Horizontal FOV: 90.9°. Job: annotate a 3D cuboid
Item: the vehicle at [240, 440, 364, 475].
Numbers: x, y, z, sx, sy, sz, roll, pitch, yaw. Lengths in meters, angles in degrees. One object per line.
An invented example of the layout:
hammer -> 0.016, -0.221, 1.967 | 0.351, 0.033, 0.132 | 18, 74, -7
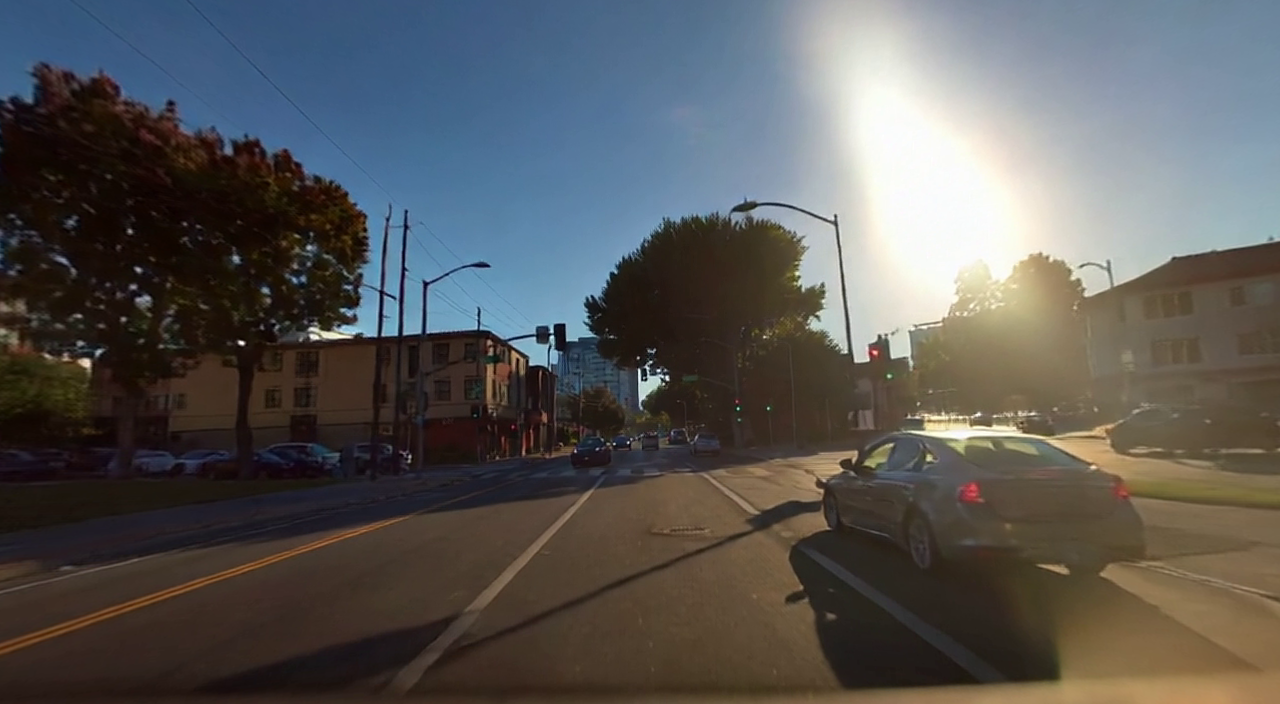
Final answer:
vehicle -> -17.841, 5.569, 33.435 | 5.361, 1.767, 2.179 | -1, -8, 6

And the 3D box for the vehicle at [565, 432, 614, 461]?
vehicle -> -3.014, 5.833, 38.899 | 2.519, 1.689, 5.200 | 0, -8, 1

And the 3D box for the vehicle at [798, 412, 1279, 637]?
vehicle -> 3.355, 1.501, 6.660 | 2.072, 1.471, 4.834 | 0, -8, 0

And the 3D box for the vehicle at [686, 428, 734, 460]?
vehicle -> 3.707, 5.012, 34.280 | 2.035, 1.564, 4.719 | 0, -8, -1
